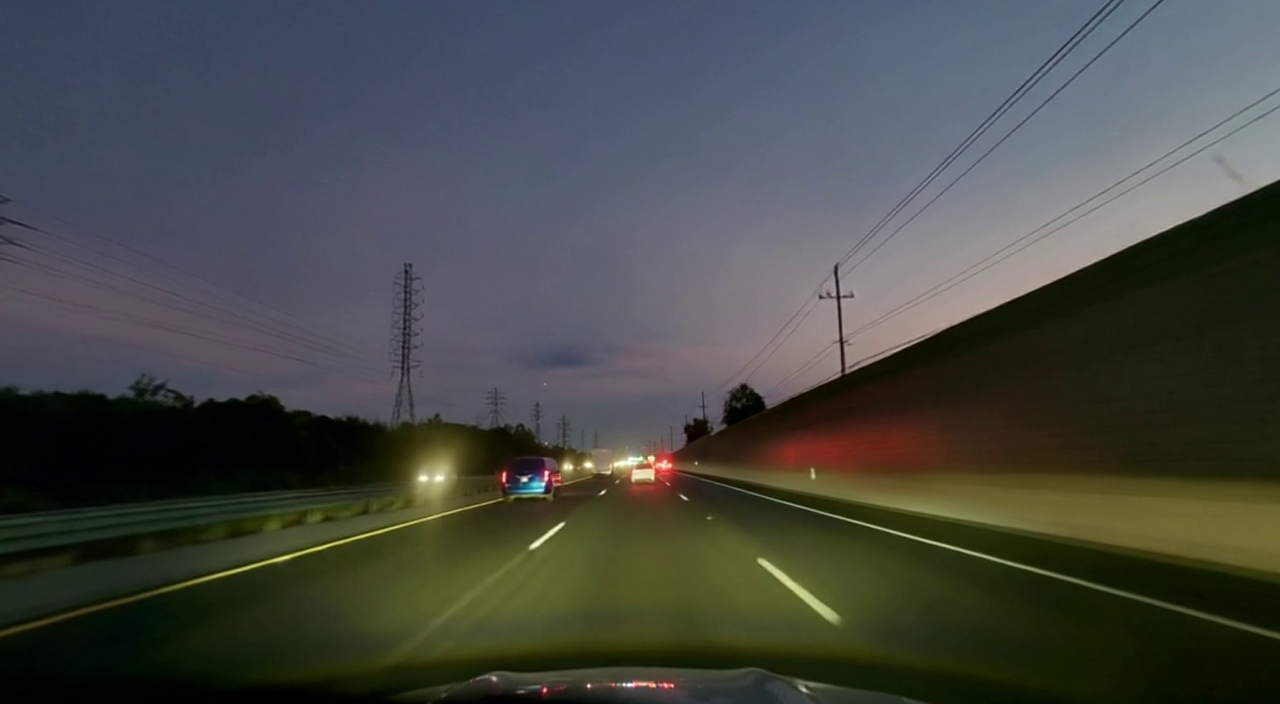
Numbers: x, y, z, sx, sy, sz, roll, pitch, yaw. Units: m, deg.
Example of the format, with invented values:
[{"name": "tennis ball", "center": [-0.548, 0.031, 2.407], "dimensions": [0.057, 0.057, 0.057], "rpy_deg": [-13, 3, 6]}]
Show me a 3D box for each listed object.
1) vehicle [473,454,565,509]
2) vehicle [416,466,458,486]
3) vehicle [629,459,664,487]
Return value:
[{"name": "vehicle", "center": [-3.757, 4.139, 20.434], "dimensions": [2.023, 1.541, 4.543], "rpy_deg": [1, -10, 0]}, {"name": "vehicle", "center": [-15.400, 9.431, 47.985], "dimensions": [1.793, 1.429, 4.114], "rpy_deg": [1, -10, -1]}, {"name": "vehicle", "center": [0.352, 7.298, 38.075], "dimensions": [2.006, 1.554, 3.863], "rpy_deg": [1, -10, -1]}]
